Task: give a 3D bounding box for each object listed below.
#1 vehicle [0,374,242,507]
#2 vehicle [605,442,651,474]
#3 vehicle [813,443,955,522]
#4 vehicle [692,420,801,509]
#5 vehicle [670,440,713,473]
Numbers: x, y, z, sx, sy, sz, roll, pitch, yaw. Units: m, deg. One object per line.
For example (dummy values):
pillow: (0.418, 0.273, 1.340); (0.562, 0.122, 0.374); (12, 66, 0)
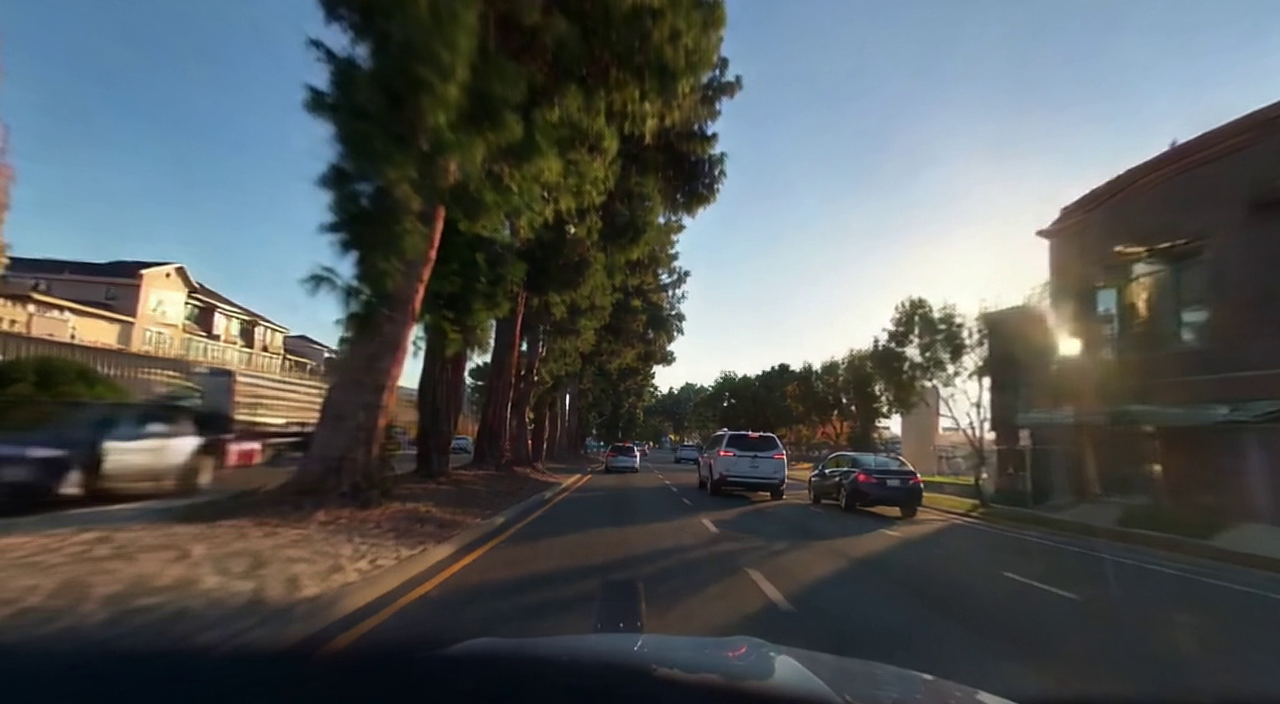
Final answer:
vehicle: (-9.424, 1.558, 11.007); (1.895, 1.816, 4.636); (0, -9, 0)
vehicle: (-0.591, 5.200, 31.169); (2.119, 1.460, 3.847); (0, -9, -1)
vehicle: (6.199, 3.326, 16.688); (1.913, 1.777, 4.269); (0, -9, -2)
vehicle: (2.717, 2.981, 17.108); (2.035, 1.940, 4.299); (4, -9, -1)
vehicle: (2.755, 5.745, 34.963); (1.922, 1.708, 4.126); (0, -9, -2)
